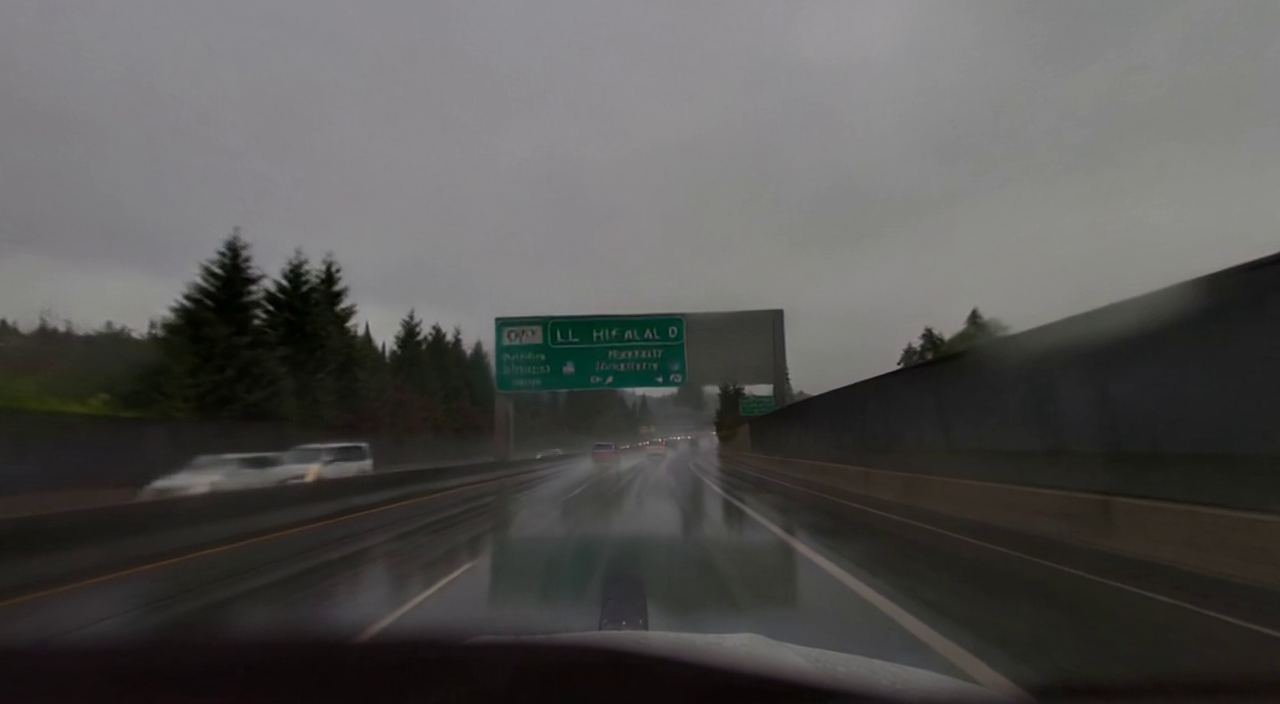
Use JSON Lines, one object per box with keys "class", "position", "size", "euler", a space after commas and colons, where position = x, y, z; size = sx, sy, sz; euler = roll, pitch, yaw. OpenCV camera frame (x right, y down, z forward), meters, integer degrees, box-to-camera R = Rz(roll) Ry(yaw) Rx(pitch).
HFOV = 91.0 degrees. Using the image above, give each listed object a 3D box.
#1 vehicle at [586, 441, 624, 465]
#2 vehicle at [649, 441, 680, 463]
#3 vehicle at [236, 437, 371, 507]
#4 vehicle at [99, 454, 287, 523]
{"class": "vehicle", "position": [-2.234, 6.529, 40.866], "size": [1.985, 1.518, 3.847], "euler": [-1, -8, 4]}
{"class": "vehicle", "position": [1.744, 7.069, 44.676], "size": [2.077, 1.533, 3.854], "euler": [-1, -8, 3]}
{"class": "vehicle", "position": [-14.092, 4.994, 26.878], "size": [2.577, 2.627, 5.306], "euler": [0, -8, 3]}
{"class": "vehicle", "position": [-14.459, 4.381, 20.929], "size": [2.085, 1.879, 5.421], "euler": [0, -8, 2]}
